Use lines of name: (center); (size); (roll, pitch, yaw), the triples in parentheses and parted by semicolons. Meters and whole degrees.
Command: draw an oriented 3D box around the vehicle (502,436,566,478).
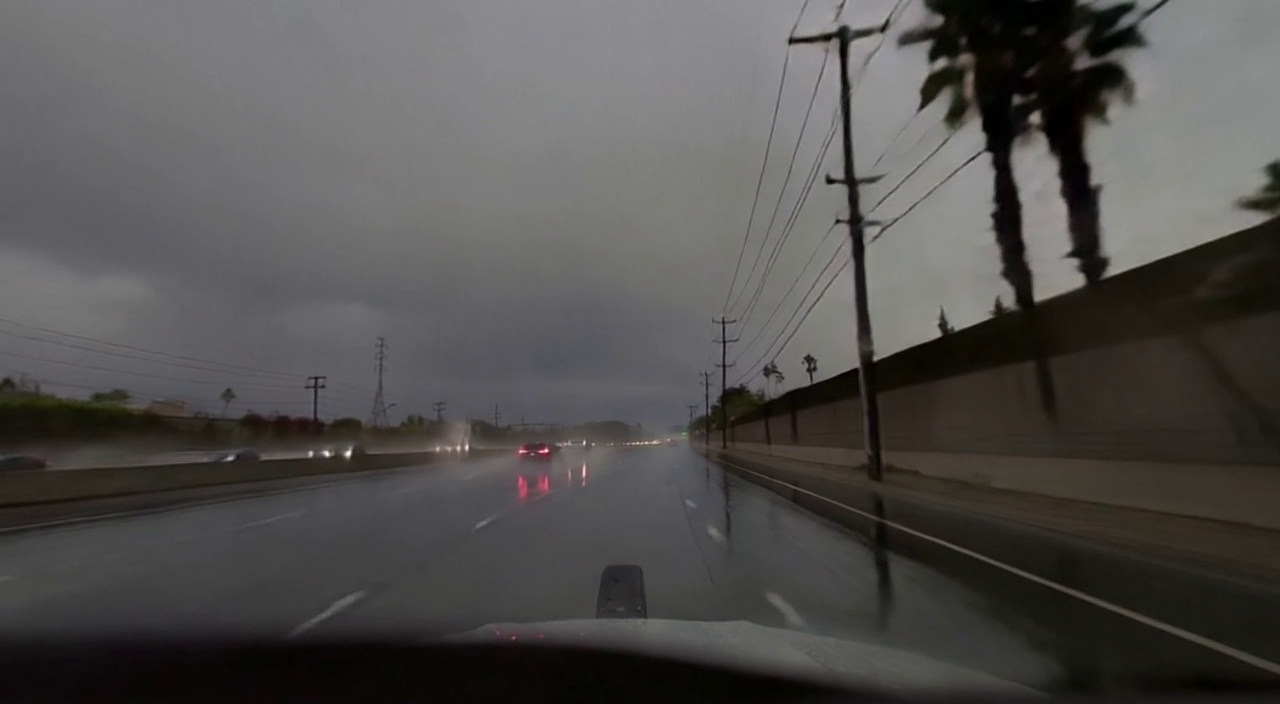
vehicle: (-4.343, 4.354, 26.526); (2.029, 1.609, 3.935); (0, -8, -1)
